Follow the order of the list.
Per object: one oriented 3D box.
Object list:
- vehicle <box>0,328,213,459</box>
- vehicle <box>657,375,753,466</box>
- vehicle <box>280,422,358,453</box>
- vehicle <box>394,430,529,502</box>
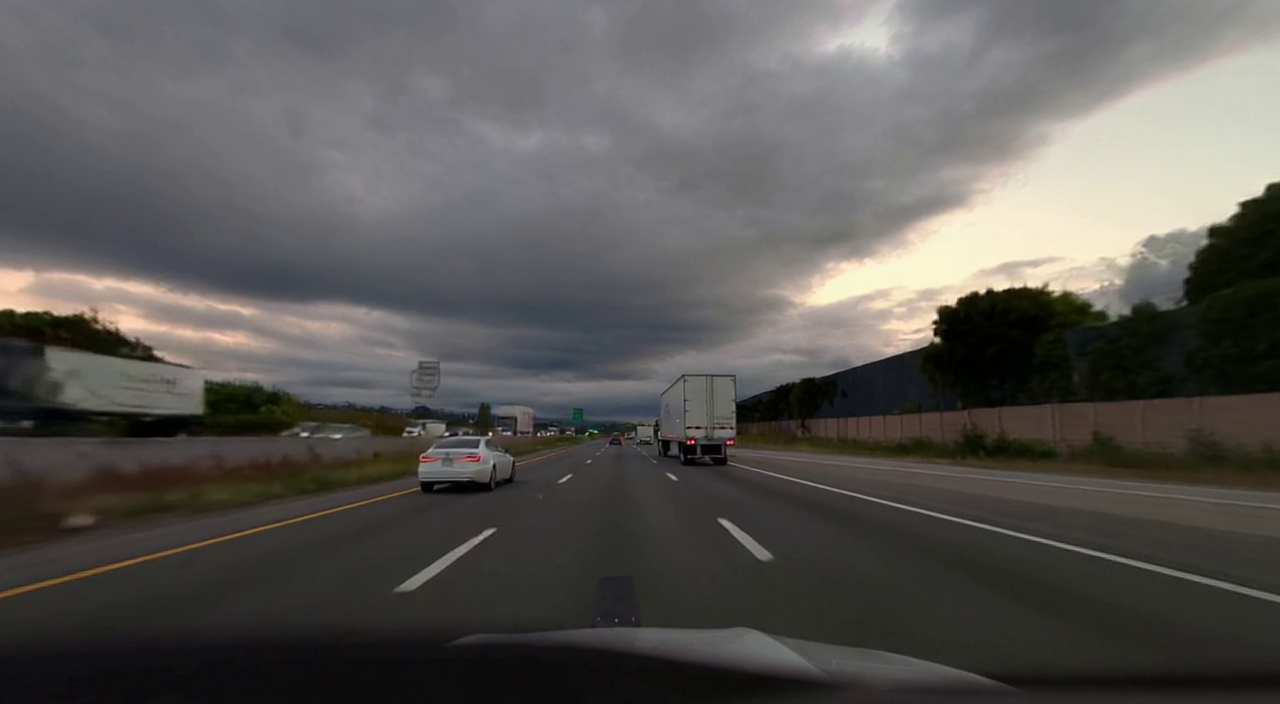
[{"bbox_3d":[-20.092,1.773,22.475,2.903,3.769,9.823,0,-8,-1],"label":"vehicle"},{"bbox_3d":[3.072,4.002,35.250,3.241,4.042,14.292,0,-8,-3],"label":"vehicle"},{"bbox_3d":[-16.831,4.522,33.309,1.818,1.476,4.577,0,-8,-1],"label":"vehicle"},{"bbox_3d":[-4.028,2.621,15.075,1.971,1.444,4.401,0,-8,-1],"label":"vehicle"}]
